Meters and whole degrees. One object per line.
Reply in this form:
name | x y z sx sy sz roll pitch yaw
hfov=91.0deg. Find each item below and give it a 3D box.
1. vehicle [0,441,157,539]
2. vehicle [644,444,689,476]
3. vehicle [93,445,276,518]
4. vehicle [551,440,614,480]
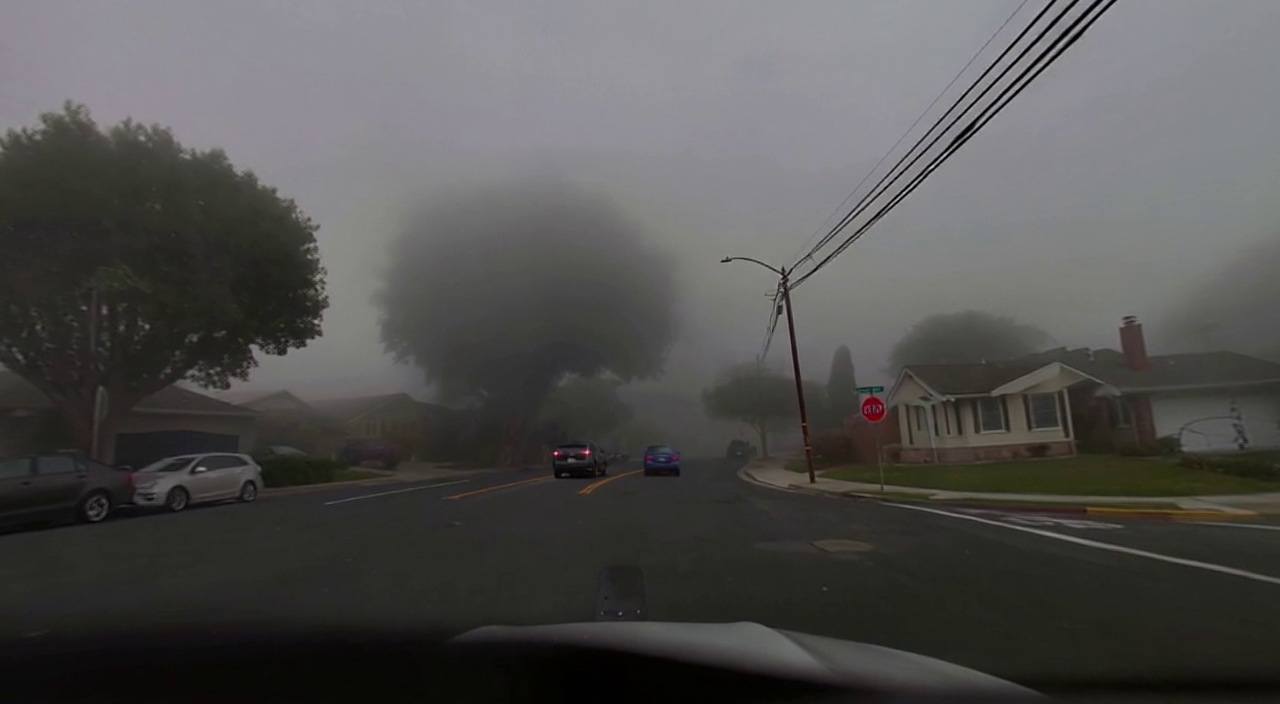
vehicle | -14.117 3.037 13.900 2.191 1.980 5.888 -4 -9 1
vehicle | 1.402 5.405 31.748 1.955 1.459 4.383 -1 -8 6
vehicle | -13.772 3.932 19.511 2.076 1.864 4.730 -3 -10 1
vehicle | -2.605 4.999 29.518 2.178 1.695 4.339 -1 -8 5
